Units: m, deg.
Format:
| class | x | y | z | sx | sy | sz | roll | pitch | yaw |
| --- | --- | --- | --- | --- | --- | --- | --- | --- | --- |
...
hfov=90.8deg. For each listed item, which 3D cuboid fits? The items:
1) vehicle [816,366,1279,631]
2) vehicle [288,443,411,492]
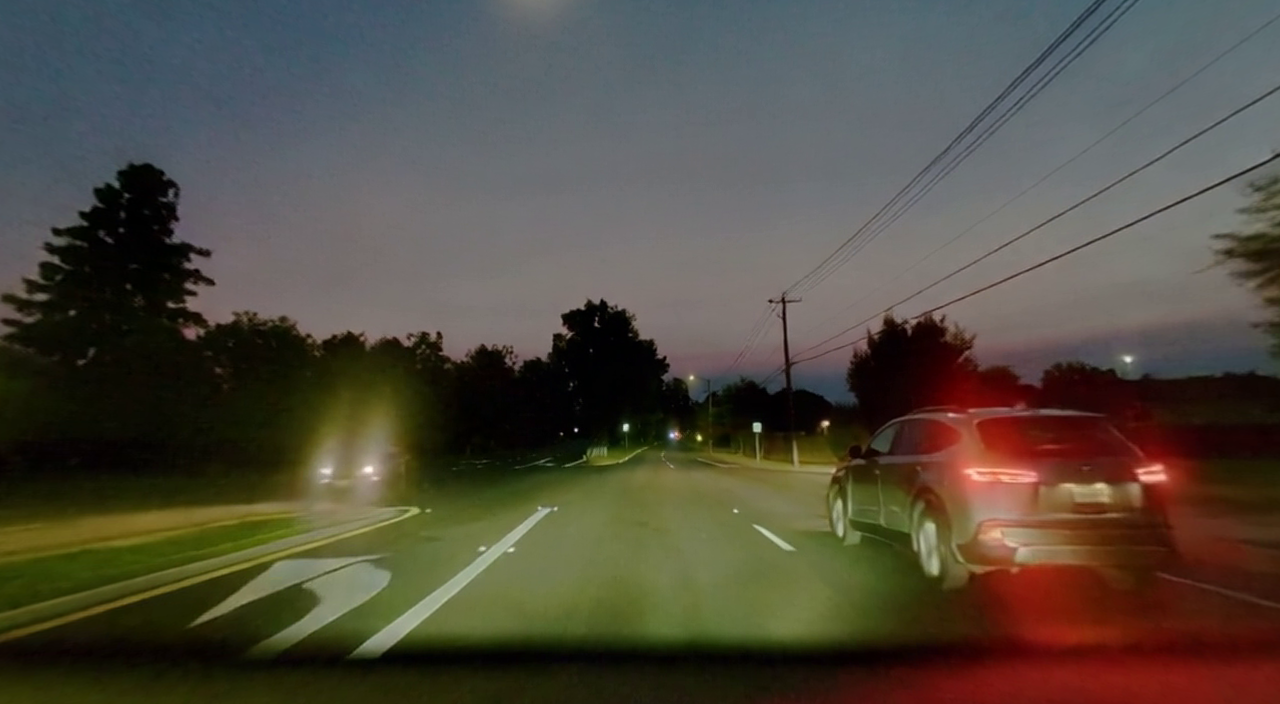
| class | x | y | z | sx | sy | sz | roll | pitch | yaw |
| --- | --- | --- | --- | --- | --- | --- | --- | --- | --- |
| vehicle | 3.671 | 1.332 | 6.713 | 2.193 | 1.777 | 4.772 | 0 | -9 | 0 |
| vehicle | -10.021 | 3.989 | 22.329 | 1.990 | 1.521 | 4.879 | 0 | -9 | 1 |
